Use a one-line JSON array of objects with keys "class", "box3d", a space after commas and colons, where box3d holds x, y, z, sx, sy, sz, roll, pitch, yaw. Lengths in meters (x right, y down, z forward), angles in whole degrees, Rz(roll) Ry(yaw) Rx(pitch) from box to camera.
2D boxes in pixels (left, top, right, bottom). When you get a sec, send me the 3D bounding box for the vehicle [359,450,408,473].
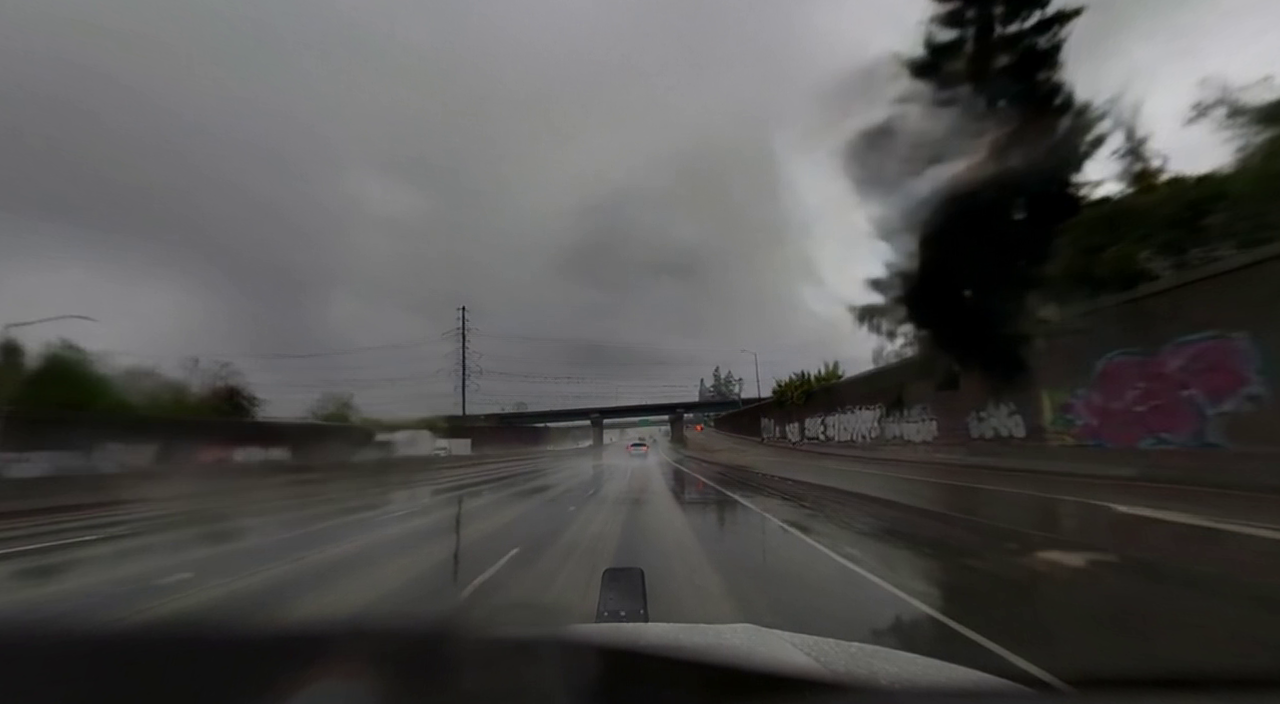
[{"class": "vehicle", "box3d": [-19.903, 8.481, 49.113, 2.001, 1.657, 4.120, 0, -9, 1]}]
